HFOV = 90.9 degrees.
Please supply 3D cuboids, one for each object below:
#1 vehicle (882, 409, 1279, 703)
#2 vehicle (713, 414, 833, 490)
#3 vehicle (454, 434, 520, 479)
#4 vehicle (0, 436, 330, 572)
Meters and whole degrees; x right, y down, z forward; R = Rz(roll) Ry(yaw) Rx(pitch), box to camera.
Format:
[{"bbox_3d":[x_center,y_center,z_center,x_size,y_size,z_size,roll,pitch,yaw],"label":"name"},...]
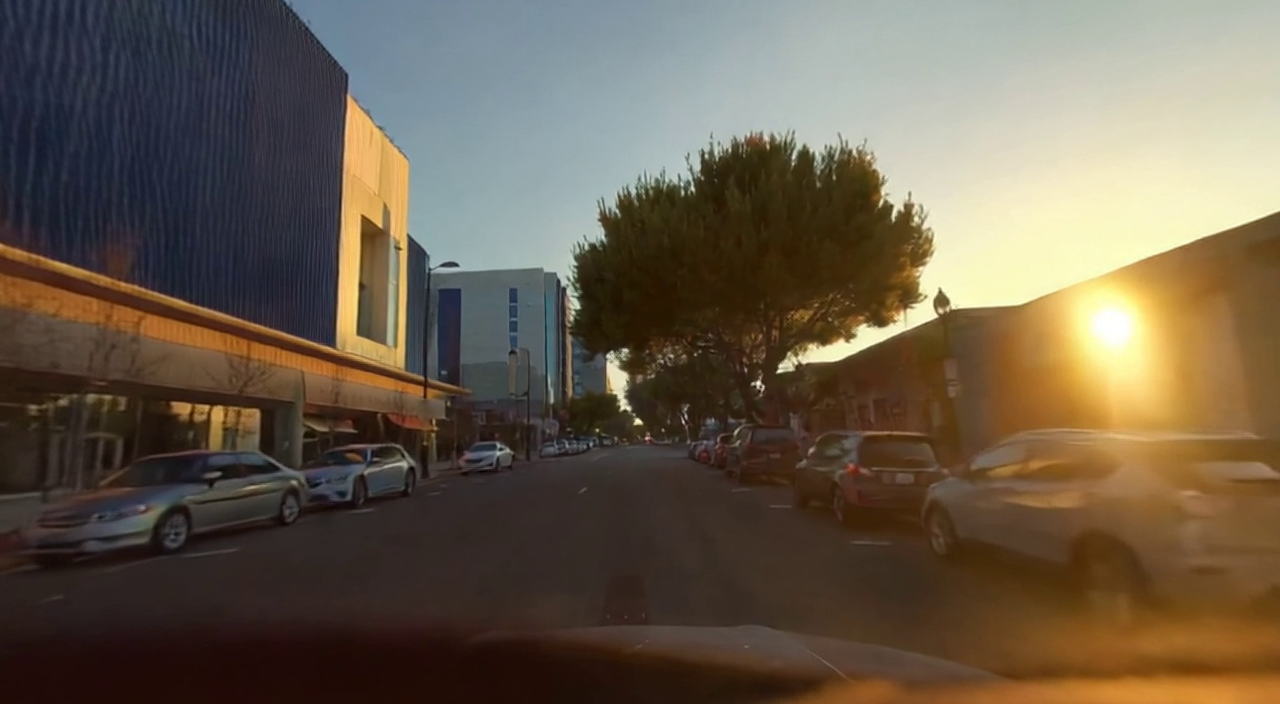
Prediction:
[{"bbox_3d":[4.110,1.328,5.624,1.973,1.494,4.867,0,-7,0],"label":"vehicle"},{"bbox_3d":[3.863,2.985,19.498,2.390,2.005,5.276,0,-7,-2],"label":"vehicle"},{"bbox_3d":[-7.059,4.842,29.724,1.996,1.770,5.518,-1,-6,-3],"label":"vehicle"},{"bbox_3d":[-7.195,2.155,10.032,2.001,1.502,4.851,-1,-6,1],"label":"vehicle"}]
